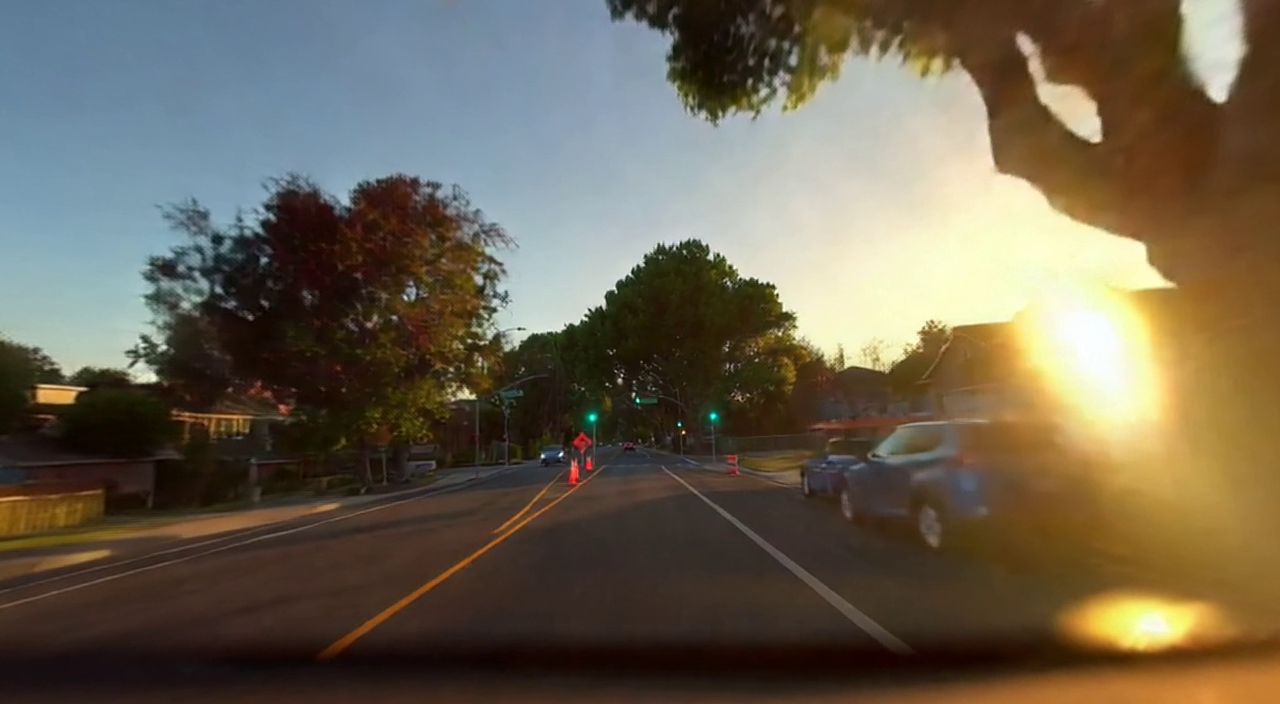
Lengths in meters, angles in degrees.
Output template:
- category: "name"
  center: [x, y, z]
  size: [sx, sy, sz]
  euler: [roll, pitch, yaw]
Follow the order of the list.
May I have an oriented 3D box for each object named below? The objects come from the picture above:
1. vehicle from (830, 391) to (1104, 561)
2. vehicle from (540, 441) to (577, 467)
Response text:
- category: "vehicle"
  center: [4.271, 1.680, 9.016]
  size: [2.241, 1.935, 3.270]
  euler: [-1, -9, 4]
- category: "vehicle"
  center: [-6.250, 7.866, 48.801]
  size: [2.240, 1.879, 4.847]
  euler: [0, -9, -1]
